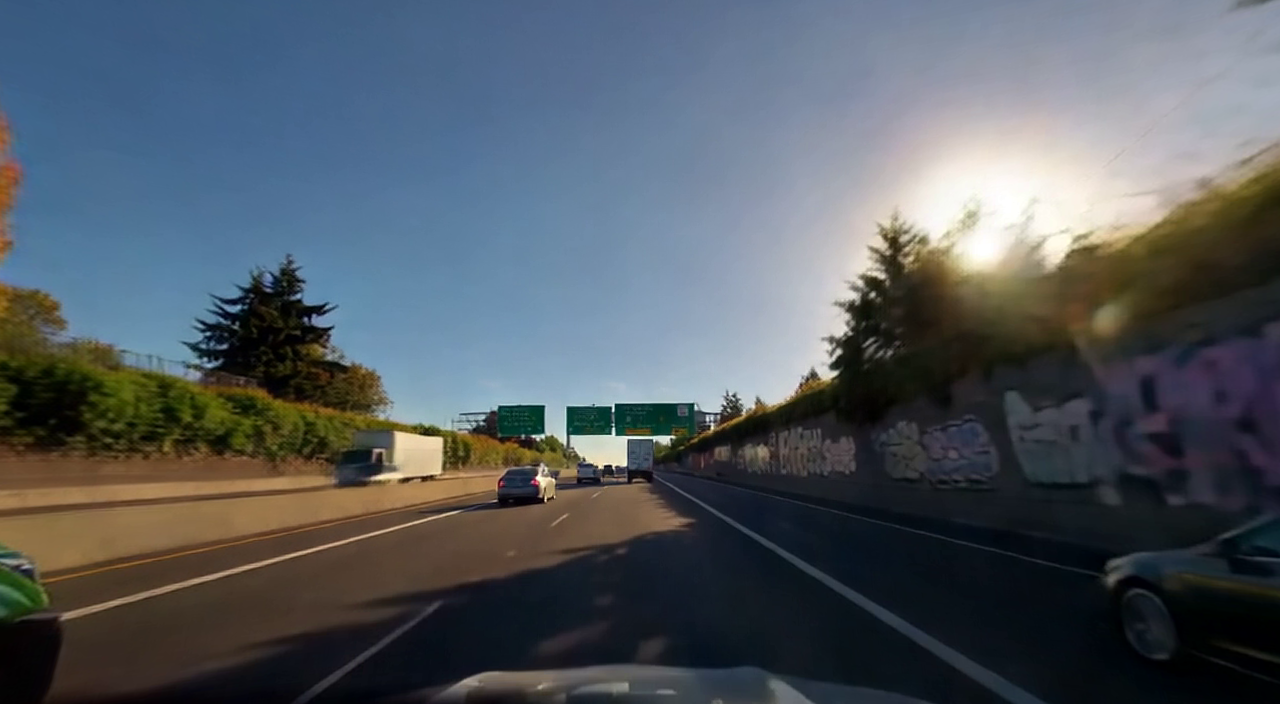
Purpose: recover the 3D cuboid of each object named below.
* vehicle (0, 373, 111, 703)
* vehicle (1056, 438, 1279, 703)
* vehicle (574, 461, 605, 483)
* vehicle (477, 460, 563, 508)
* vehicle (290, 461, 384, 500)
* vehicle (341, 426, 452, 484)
[{"bbox_3d":[-3.403,0.545,0.510,2.004,1.610,4.508,1,-10,-1],"label":"vehicle"},{"bbox_3d":[4.170,1.087,2.646,1.917,1.458,4.199,1,-10,-1],"label":"vehicle"},{"bbox_3d":[-3.892,9.388,49.461,2.032,1.625,4.023,0,-10,1],"label":"vehicle"},{"bbox_3d":[-3.983,4.473,21.599,2.054,1.443,4.131,0,-10,1],"label":"vehicle"},{"bbox_3d":[-12.505,5.327,26.297,1.842,1.453,4.161,1,-10,0],"label":"vehicle"},{"bbox_3d":[-17.367,7.738,46.458,2.922,3.622,13.507,1,-11,-1],"label":"vehicle"}]
